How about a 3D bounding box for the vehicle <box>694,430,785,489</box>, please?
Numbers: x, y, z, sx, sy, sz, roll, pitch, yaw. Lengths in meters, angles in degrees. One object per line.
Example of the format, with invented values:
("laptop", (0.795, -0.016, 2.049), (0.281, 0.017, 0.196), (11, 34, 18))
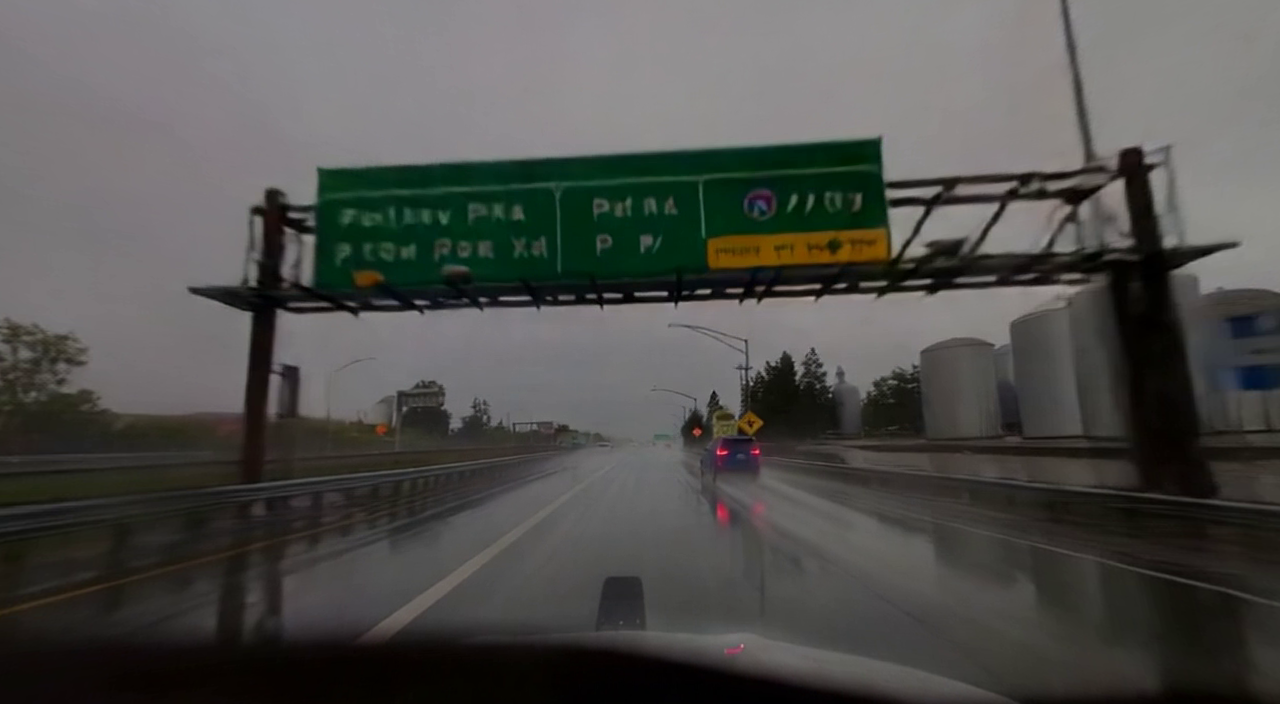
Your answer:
("vehicle", (3.302, 3.712, 22.073), (2.296, 1.790, 5.067), (0, -9, 0))
